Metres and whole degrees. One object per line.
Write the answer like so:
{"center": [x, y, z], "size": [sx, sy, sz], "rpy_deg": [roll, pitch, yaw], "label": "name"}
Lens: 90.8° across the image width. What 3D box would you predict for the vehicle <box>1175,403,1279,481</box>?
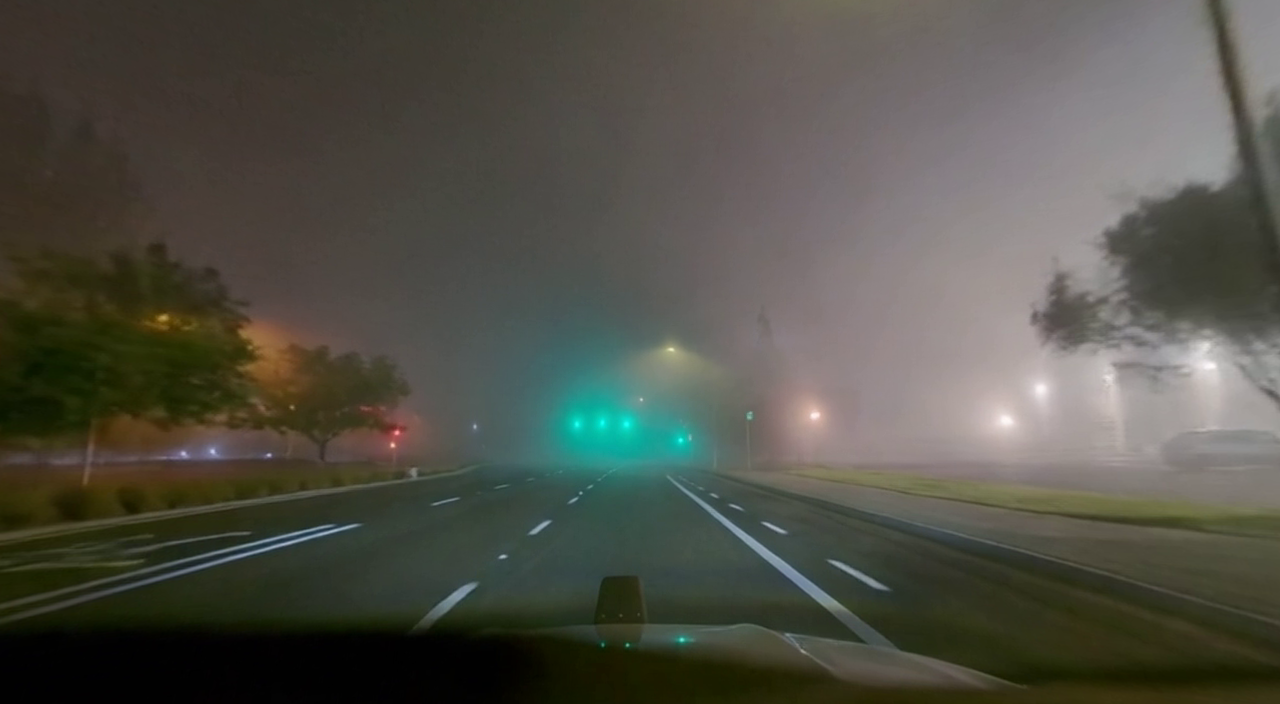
{"center": [28.146, 3.856, 27.835], "size": [7.548, 3.111, 2.756], "rpy_deg": [0, -8, -14], "label": "vehicle"}
